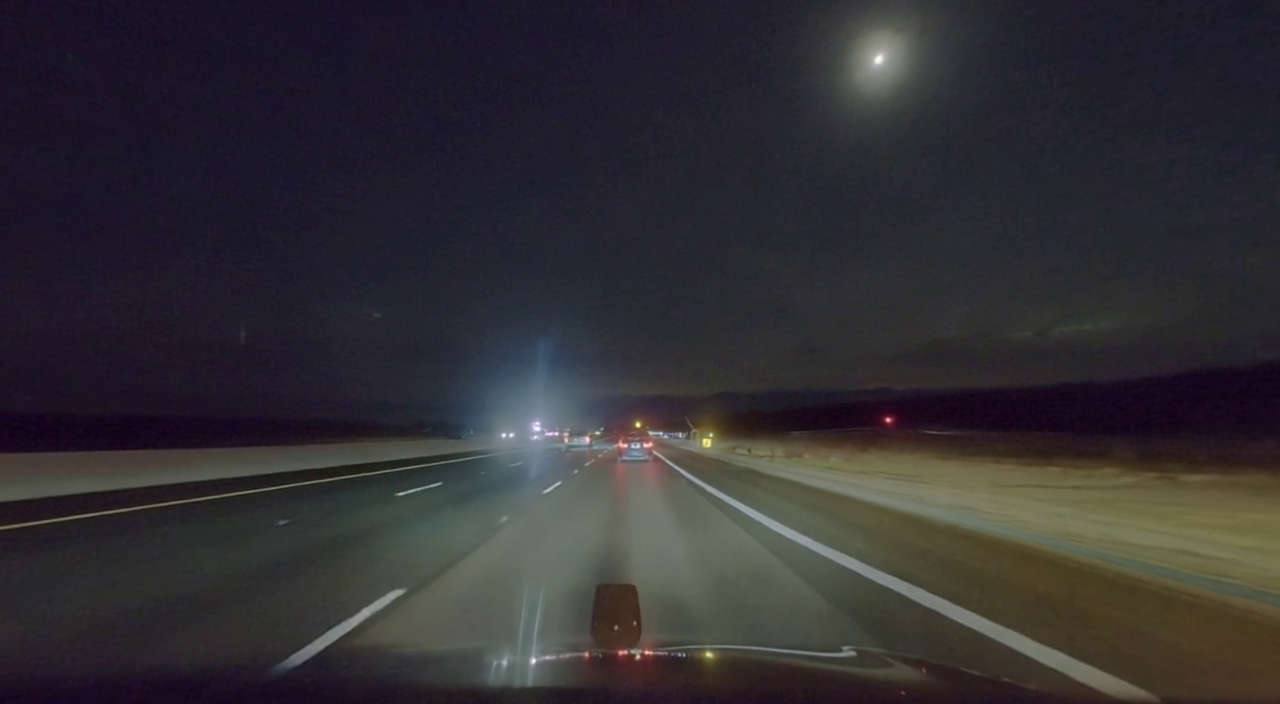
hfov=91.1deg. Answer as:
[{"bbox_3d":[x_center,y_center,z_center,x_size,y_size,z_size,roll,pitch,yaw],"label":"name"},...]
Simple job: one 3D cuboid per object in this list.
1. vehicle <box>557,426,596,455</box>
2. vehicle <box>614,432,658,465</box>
[{"bbox_3d":[-4.368,6.191,43.998,2.251,1.938,4.708,0,-8,0],"label":"vehicle"},{"bbox_3d":[-0.257,4.599,30.114,1.948,1.470,3.913,0,-8,-2],"label":"vehicle"}]
